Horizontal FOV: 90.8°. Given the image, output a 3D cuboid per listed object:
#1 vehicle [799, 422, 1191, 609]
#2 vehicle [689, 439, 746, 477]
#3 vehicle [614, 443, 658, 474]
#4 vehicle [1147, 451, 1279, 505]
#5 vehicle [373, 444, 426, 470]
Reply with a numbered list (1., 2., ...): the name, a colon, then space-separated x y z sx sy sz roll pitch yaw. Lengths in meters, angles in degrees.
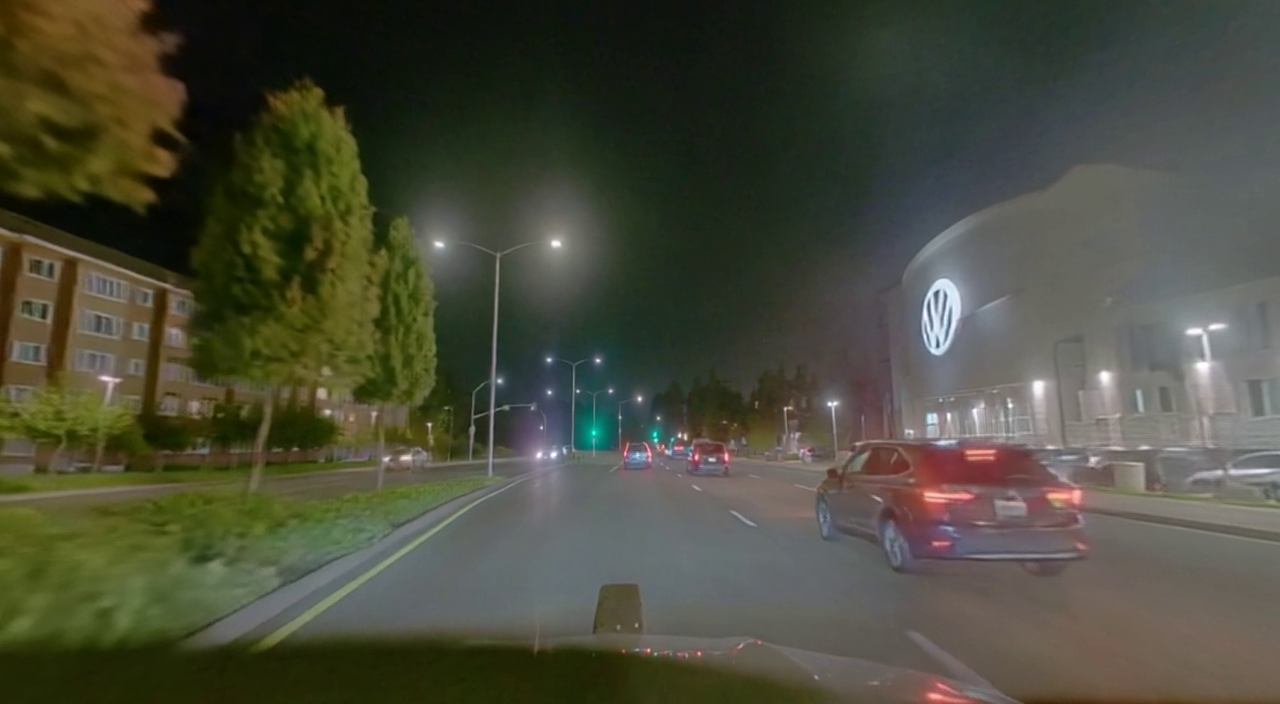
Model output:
1. vehicle: 3.529 1.698 7.611 1.953 1.514 4.672 0 -8 -1
2. vehicle: 3.511 4.944 29.623 2.041 1.611 4.426 0 -8 -1
3. vehicle: -0.261 5.367 32.094 2.095 1.456 3.873 0 -8 -1
4. vehicle: 17.647 3.721 19.008 4.099 1.413 1.978 4 -9 -25
5. vehicle: -16.262 7.083 42.962 1.920 1.635 4.261 0 -8 0
